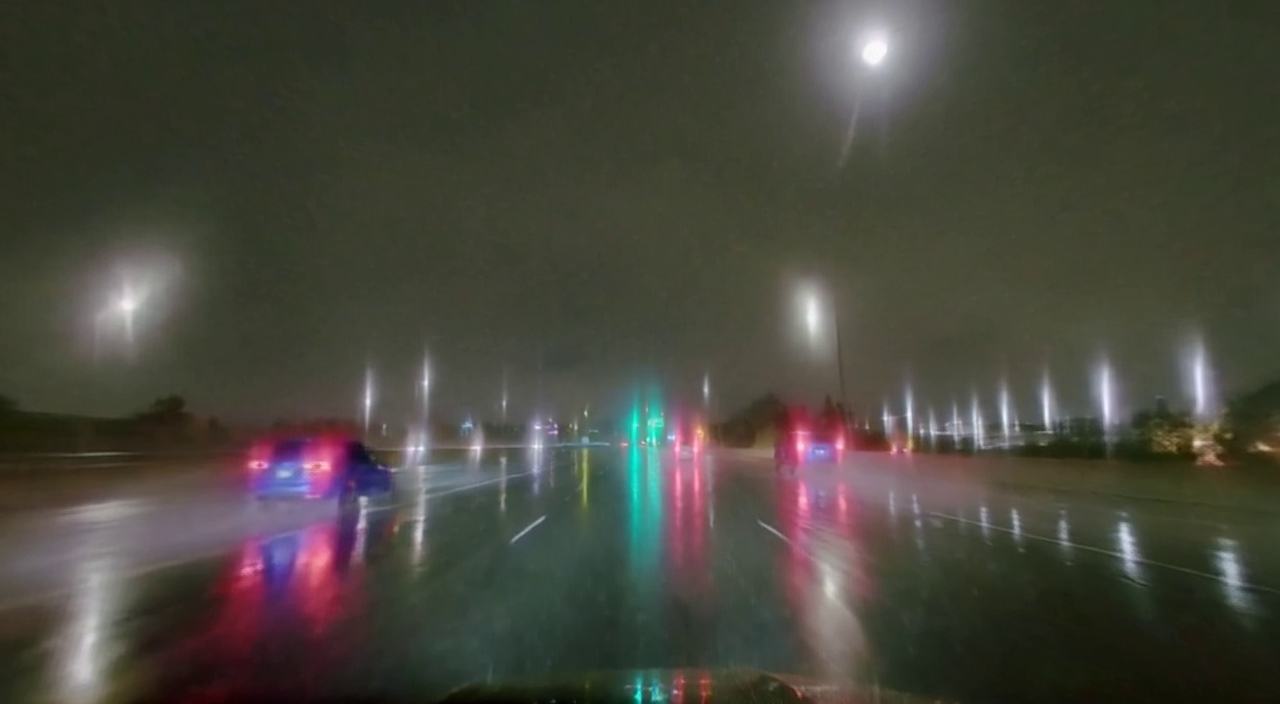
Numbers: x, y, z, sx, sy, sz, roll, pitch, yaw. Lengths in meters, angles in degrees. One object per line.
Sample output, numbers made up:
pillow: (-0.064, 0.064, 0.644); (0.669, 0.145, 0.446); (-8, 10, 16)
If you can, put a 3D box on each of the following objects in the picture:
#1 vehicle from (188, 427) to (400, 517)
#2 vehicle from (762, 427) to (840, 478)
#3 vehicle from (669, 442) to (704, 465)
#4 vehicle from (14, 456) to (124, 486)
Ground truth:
vehicle: (-7.708, 2.690, 14.948); (2.083, 1.696, 5.464); (1, -8, -2)
vehicle: (6.779, 4.288, 27.172); (2.065, 1.953, 4.605); (0, -8, -1)
vehicle: (3.193, 7.038, 44.027); (2.000, 1.533, 3.770); (0, -8, -2)
vehicle: (-32.317, 6.723, 35.959); (1.839, 1.466, 4.787); (0, -8, -1)
